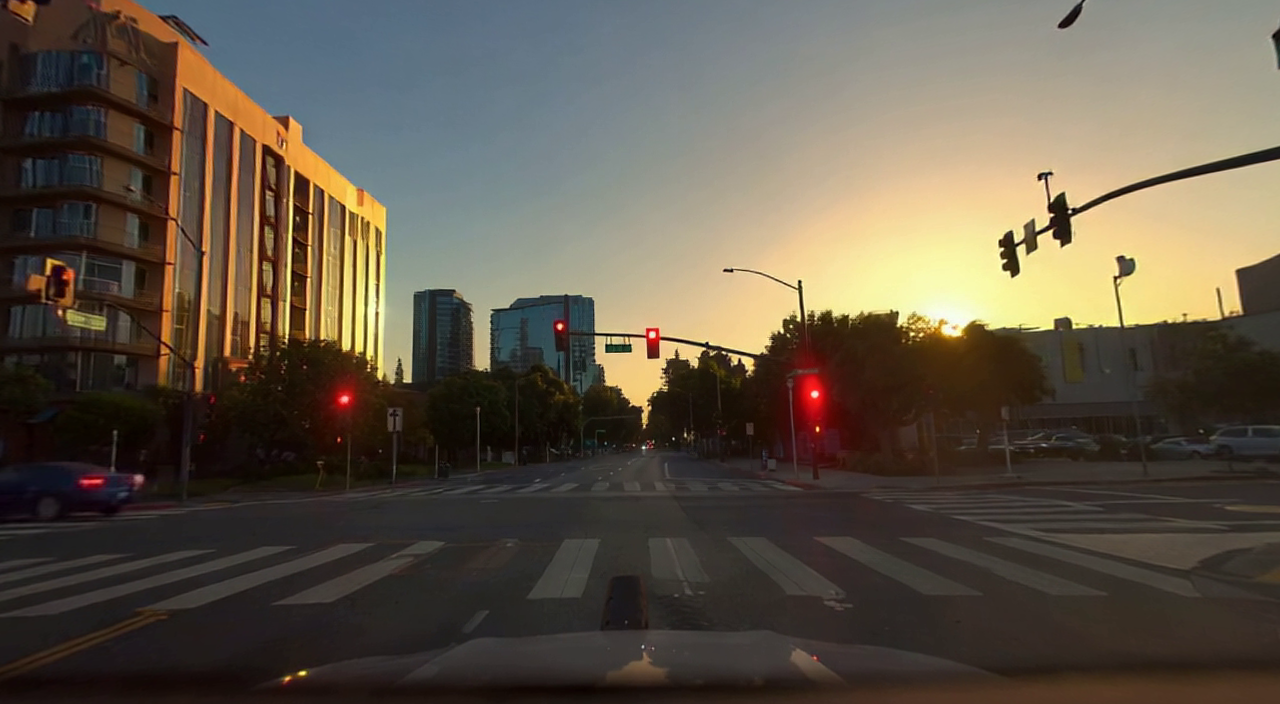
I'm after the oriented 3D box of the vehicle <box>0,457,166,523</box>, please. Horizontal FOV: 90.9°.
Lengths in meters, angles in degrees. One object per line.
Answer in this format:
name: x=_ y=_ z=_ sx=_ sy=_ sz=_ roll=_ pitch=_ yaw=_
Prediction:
vehicle: x=-15.246 y=3.459 z=15.993 sx=4.847 sy=1.484 sz=1.926 roll=0 pitch=-8 yaw=1
